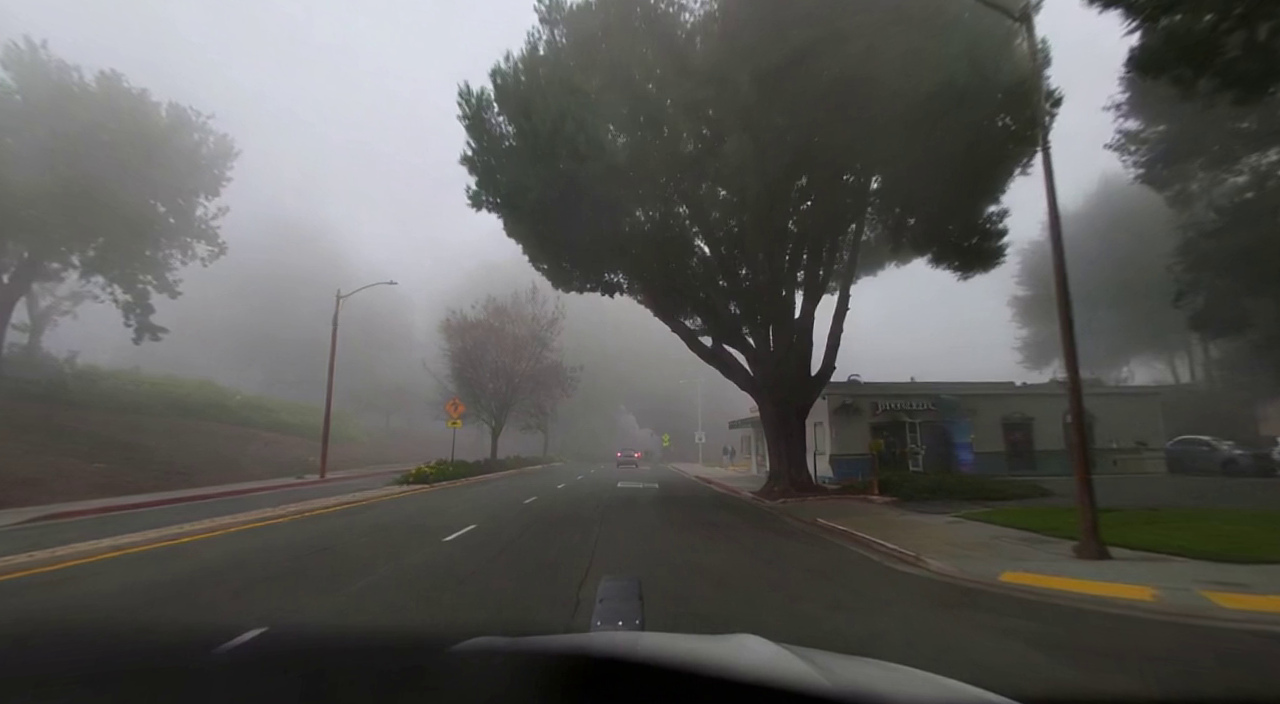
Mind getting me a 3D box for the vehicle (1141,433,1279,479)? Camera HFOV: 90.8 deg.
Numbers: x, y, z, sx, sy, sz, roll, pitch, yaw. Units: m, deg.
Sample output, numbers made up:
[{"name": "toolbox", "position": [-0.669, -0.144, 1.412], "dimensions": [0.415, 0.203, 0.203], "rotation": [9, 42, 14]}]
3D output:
[{"name": "vehicle", "position": [20.922, 3.695, 22.653], "dimensions": [2.095, 1.466, 4.764], "rotation": [0, -9, 2]}]
